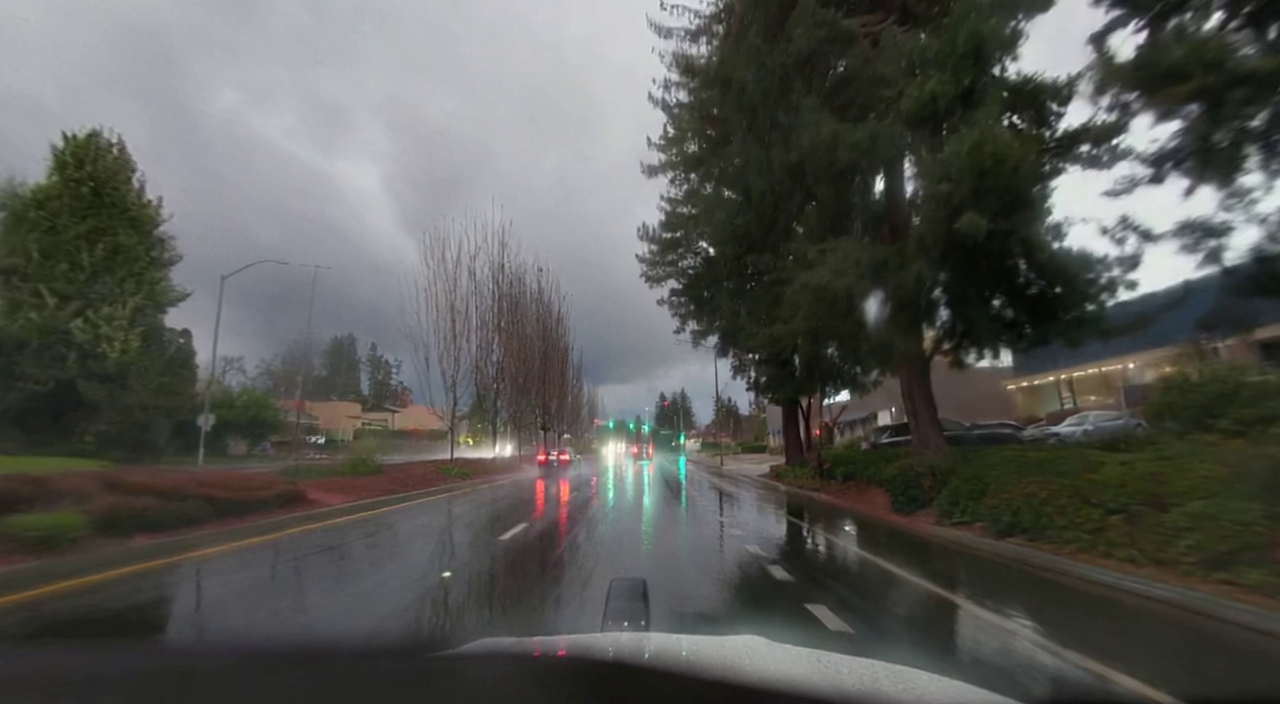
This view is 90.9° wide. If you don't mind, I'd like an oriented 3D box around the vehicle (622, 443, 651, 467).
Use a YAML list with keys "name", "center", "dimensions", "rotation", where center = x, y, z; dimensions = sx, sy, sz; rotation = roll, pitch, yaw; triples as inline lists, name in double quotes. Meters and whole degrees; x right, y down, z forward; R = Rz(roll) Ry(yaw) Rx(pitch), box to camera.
- name: "vehicle"
  center: [-0.279, 8.048, 49.490]
  dimensions: [2.153, 1.764, 4.047]
  rotation: [0, -8, -1]

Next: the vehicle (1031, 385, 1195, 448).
- name: "vehicle"
  center: [15.902, 2.264, 21.475]
  dimensions: [3.888, 1.599, 1.922]
  rotation: [-8, -13, 20]

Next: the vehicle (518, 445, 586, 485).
- name: "vehicle"
  center: [-3.439, 4.508, 25.509]
  dimensions: [2.015, 1.470, 4.458]
  rotation: [0, -8, 1]
